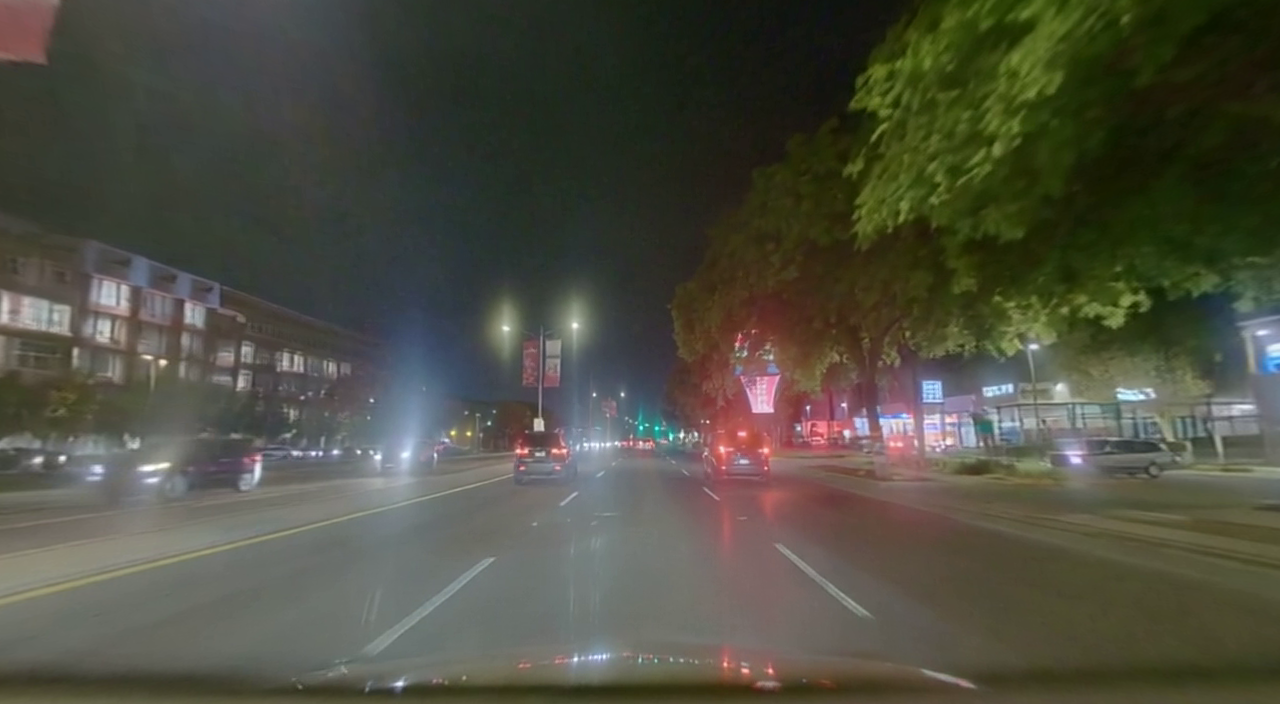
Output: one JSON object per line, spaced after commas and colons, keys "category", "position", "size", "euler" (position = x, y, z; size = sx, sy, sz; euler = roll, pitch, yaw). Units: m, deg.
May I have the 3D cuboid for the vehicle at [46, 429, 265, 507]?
{"category": "vehicle", "position": [-12.108, 2.906, 16.211], "size": [1.998, 1.705, 4.465], "euler": [0, -8, 1]}

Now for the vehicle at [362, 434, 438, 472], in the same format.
{"category": "vehicle", "position": [-12.027, 5.093, 31.855], "size": [2.023, 1.729, 4.478], "euler": [0, -8, 1]}

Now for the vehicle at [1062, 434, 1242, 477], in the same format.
{"category": "vehicle", "position": [18.433, 3.740, 22.809], "size": [4.642, 1.450, 2.087], "euler": [0, -8, 2]}

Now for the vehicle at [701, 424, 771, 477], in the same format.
{"category": "vehicle", "position": [3.733, 3.923, 25.222], "size": [2.024, 1.921, 4.431], "euler": [0, -8, -1]}

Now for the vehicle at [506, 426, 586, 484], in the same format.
{"category": "vehicle", "position": [-3.115, 3.509, 21.711], "size": [2.014, 1.775, 4.404], "euler": [0, -8, 1]}
